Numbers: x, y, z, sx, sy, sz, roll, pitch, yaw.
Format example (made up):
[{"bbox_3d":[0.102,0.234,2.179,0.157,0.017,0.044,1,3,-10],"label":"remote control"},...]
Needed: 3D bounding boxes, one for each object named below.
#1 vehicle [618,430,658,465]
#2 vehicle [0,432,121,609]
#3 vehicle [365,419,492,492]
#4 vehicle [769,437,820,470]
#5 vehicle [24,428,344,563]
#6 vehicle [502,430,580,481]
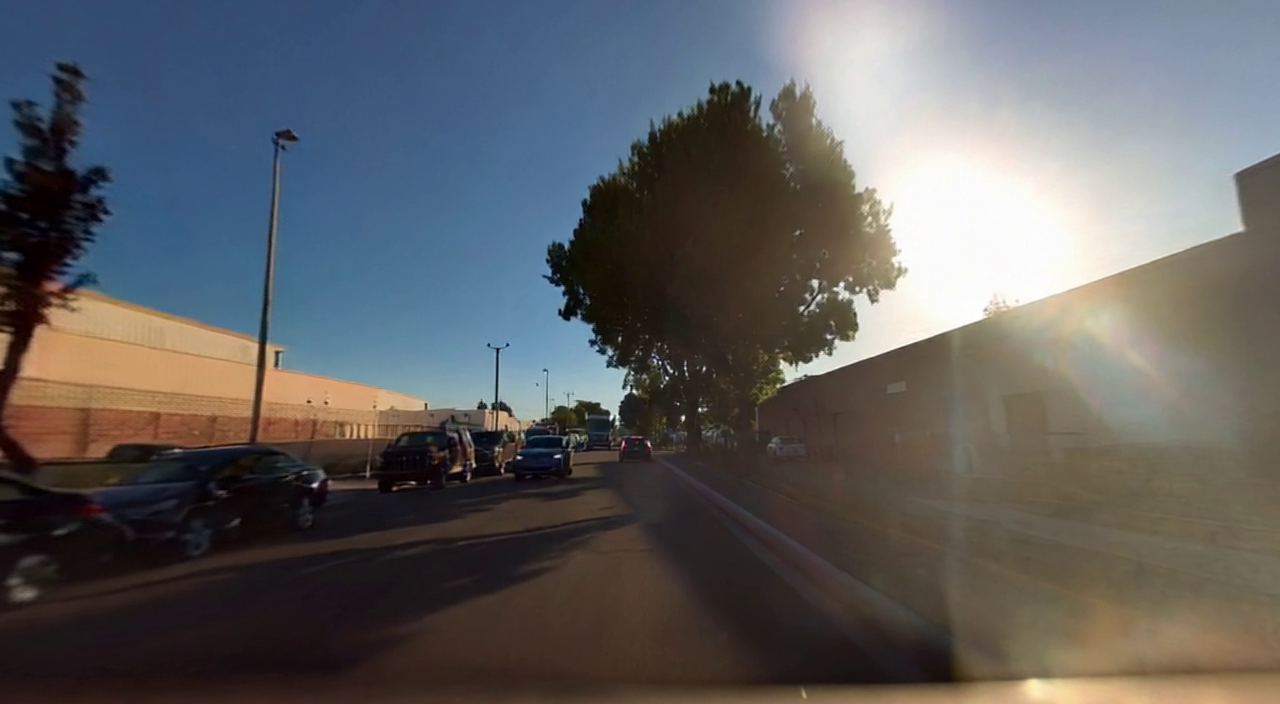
[{"bbox_3d":[-0.115,5.360,35.643,2.152,1.874,4.042,0,-7,0],"label":"vehicle"},{"bbox_3d":[-6.300,1.329,4.552,1.768,1.489,3.945,0,-7,-1],"label":"vehicle"},{"bbox_3d":[-6.420,3.254,19.959,2.139,1.943,5.295,-1,-9,1],"label":"vehicle"},{"bbox_3d":[8.286,5.448,34.080,1.874,1.669,4.083,0,-8,2],"label":"vehicle"},{"bbox_3d":[-6.372,1.964,9.547,1.799,1.579,4.048,0,-7,0],"label":"vehicle"},{"bbox_3d":[-3.555,3.771,23.515,2.157,1.703,4.310,0,-7,0],"label":"vehicle"}]
